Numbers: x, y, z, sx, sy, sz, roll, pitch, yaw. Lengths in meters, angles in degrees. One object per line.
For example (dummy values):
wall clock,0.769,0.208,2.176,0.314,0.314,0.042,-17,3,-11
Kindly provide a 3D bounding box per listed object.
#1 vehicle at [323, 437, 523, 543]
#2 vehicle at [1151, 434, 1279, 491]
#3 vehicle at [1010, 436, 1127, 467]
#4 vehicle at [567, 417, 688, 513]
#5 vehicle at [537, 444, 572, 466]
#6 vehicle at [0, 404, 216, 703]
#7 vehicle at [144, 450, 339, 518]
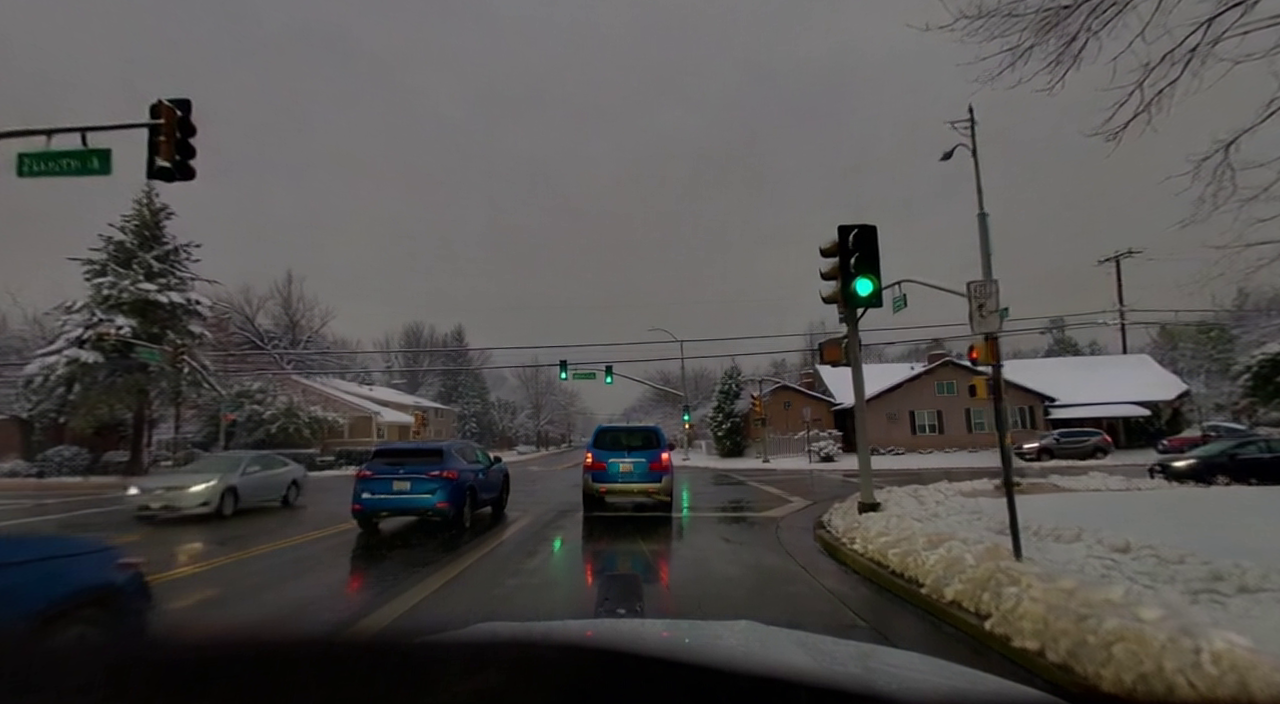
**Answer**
vehicle,-3.416,2.241,10.995,1.934,1.459,4.368,0,-8,0
vehicle,17.142,2.964,17.060,4.715,1.439,1.874,-2,-9,14
vehicle,21.190,4.937,31.427,4.353,1.431,1.876,-2,-9,14
vehicle,-0.259,2.577,14.894,2.396,1.881,4.606,0,-8,0
vehicle,-6.727,8.116,49.946,2.069,1.651,4.431,0,-8,1
vehicle,-3.398,0.767,1.132,1.977,1.488,4.741,0,-8,0
vehicle,-10.085,3.335,16.567,2.028,1.474,4.637,0,-8,1
